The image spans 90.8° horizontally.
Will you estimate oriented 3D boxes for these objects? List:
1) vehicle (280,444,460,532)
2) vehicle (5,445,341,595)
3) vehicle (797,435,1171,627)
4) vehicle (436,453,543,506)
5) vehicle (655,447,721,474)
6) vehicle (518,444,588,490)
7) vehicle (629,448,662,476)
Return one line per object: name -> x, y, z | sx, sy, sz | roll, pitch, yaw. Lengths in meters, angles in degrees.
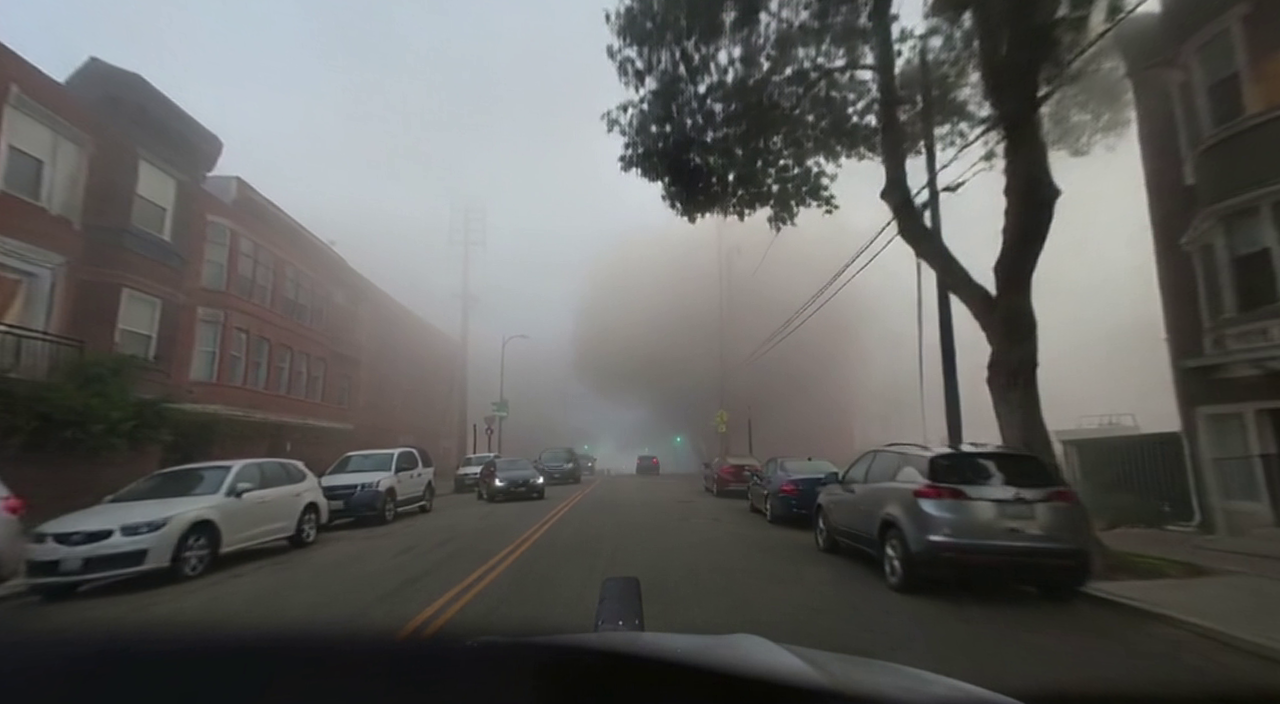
vehicle -> -6.703, 3.398, 16.683 | 2.263, 1.882, 5.706 | 0, -9, 0
vehicle -> -6.680, 2.351, 9.867 | 1.925, 1.759, 4.396 | 0, -9, -2
vehicle -> 3.385, 1.798, 7.404 | 1.895, 1.553, 4.235 | 0, -9, -1
vehicle -> -5.198, 4.212, 21.357 | 1.994, 1.510, 4.802 | 5, -10, -32
vehicle -> 3.755, 8.341, 48.735 | 5.167, 1.895, 2.140 | 7, -11, -42
vehicle -> -3.762, 5.061, 28.217 | 2.236, 1.834, 4.743 | -1, -9, 3
vehicle -> 0.400, 7.178, 41.454 | 2.059, 1.736, 3.994 | 0, -9, 1
